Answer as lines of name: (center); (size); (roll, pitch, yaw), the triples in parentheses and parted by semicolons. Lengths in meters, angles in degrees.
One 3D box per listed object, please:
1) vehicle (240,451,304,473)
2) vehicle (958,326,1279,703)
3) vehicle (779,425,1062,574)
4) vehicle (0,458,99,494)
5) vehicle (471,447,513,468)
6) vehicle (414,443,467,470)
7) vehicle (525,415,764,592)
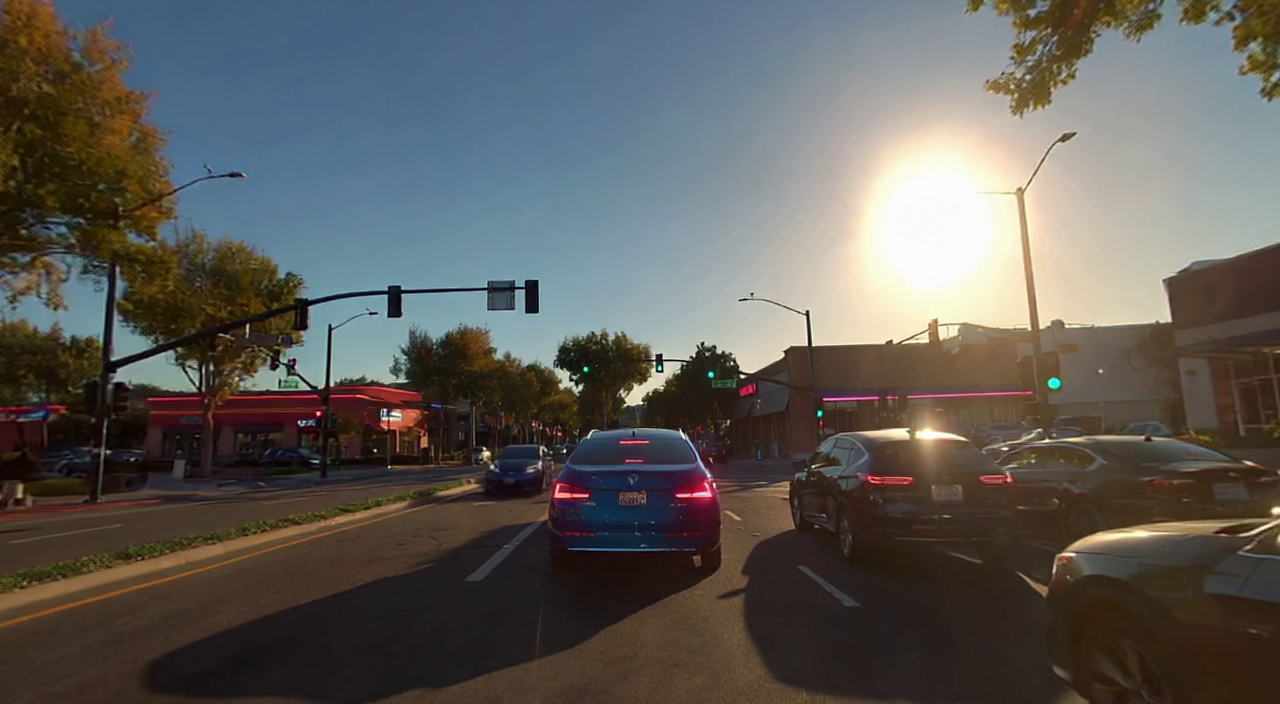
vehicle: (-28.569, 8.528, 49.182); (4.205, 1.541, 1.780); (4, -10, -28)
vehicle: (2.985, 0.705, 1.595); (2.075, 1.661, 4.401); (0, -9, 1)
vehicle: (3.326, 1.819, 8.581); (1.865, 1.496, 4.170); (0, -9, -1)
vehicle: (-27.215, 5.501, 28.096); (4.285, 1.427, 1.883); (3, -9, -22)
vehicle: (-11.244, 8.003, 48.232); (2.099, 1.478, 4.411); (0, -9, 0)
vehicle: (-15.068, 7.885, 48.028); (2.395, 1.903, 4.860); (-1, -9, 1)
vehicle: (0.017, 1.655, 7.653); (2.154, 1.577, 3.723); (0, -9, -1)
